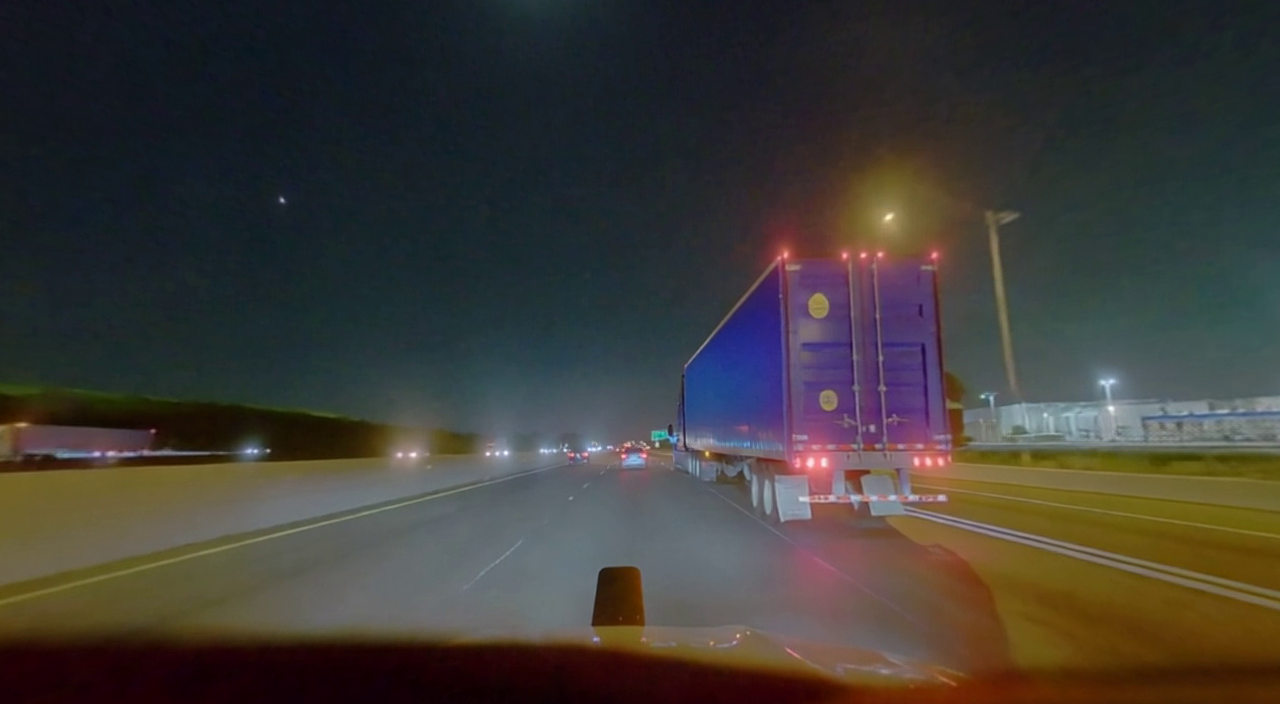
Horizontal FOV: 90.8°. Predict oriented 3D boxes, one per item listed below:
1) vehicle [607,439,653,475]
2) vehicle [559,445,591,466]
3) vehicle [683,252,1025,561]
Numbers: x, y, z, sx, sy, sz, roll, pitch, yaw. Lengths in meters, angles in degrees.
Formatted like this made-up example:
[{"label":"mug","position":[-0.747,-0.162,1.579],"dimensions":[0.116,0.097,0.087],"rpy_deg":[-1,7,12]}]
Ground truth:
[{"label":"vehicle","position":[-0.493,5.371,32.518],"dimensions":[2.191,1.685,4.015],"rpy_deg":[0,-9,0]},{"label":"vehicle","position":[-4.862,7.823,47.727],"dimensions":[1.995,1.491,4.317],"rpy_deg":[0,-9,-1]},{"label":"vehicle","position":[3.342,1.870,16.372],"dimensions":[2.996,4.123,15.965],"rpy_deg":[0,-9,-1]}]
